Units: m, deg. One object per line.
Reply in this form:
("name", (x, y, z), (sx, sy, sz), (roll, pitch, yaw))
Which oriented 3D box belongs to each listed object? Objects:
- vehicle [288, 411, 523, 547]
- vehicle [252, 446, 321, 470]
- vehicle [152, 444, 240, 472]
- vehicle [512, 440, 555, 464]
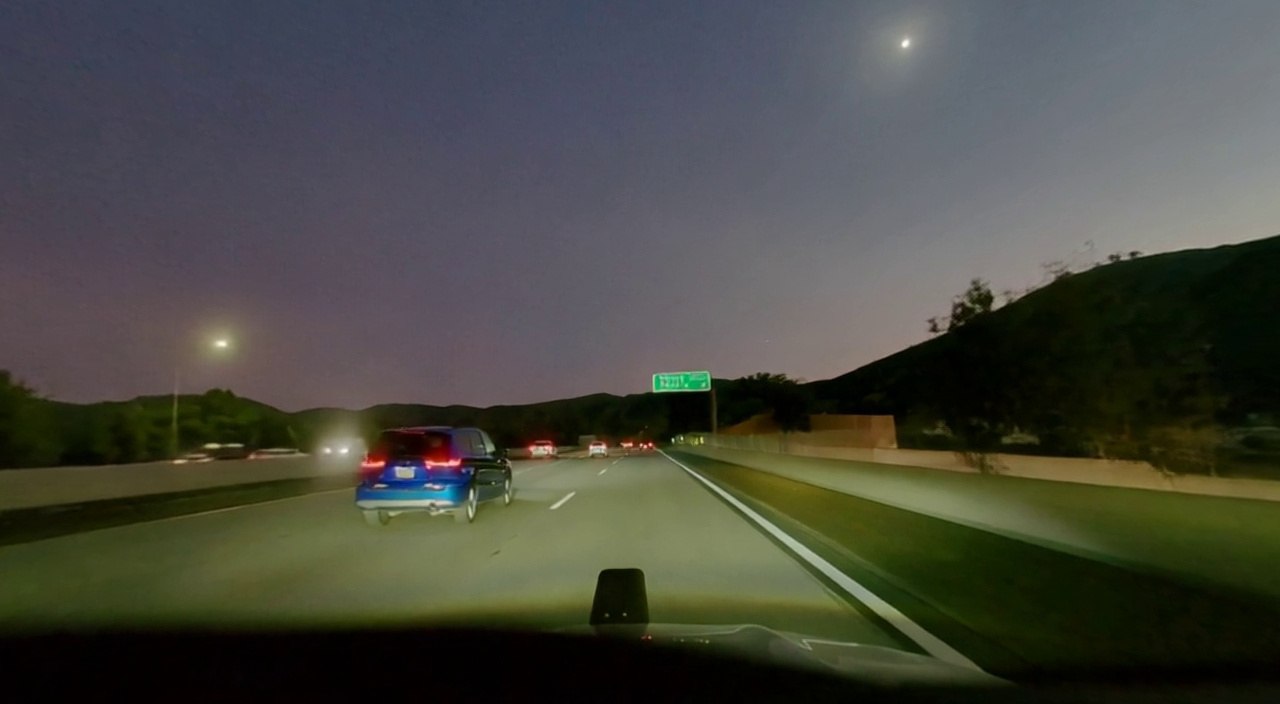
("vehicle", (-3.460, 1.981, 10.454), (2.138, 1.718, 4.415), (-1, -8, 1))
("vehicle", (-24.189, 7.251, 43.378), (1.979, 1.478, 4.691), (-1, -8, 1))
("vehicle", (-28.168, 6.702, 40.207), (2.100, 1.617, 4.780), (-1, -8, 1))
("vehicle", (-6.960, 6.583, 41.746), (1.963, 1.476, 4.739), (-1, -8, 1))
